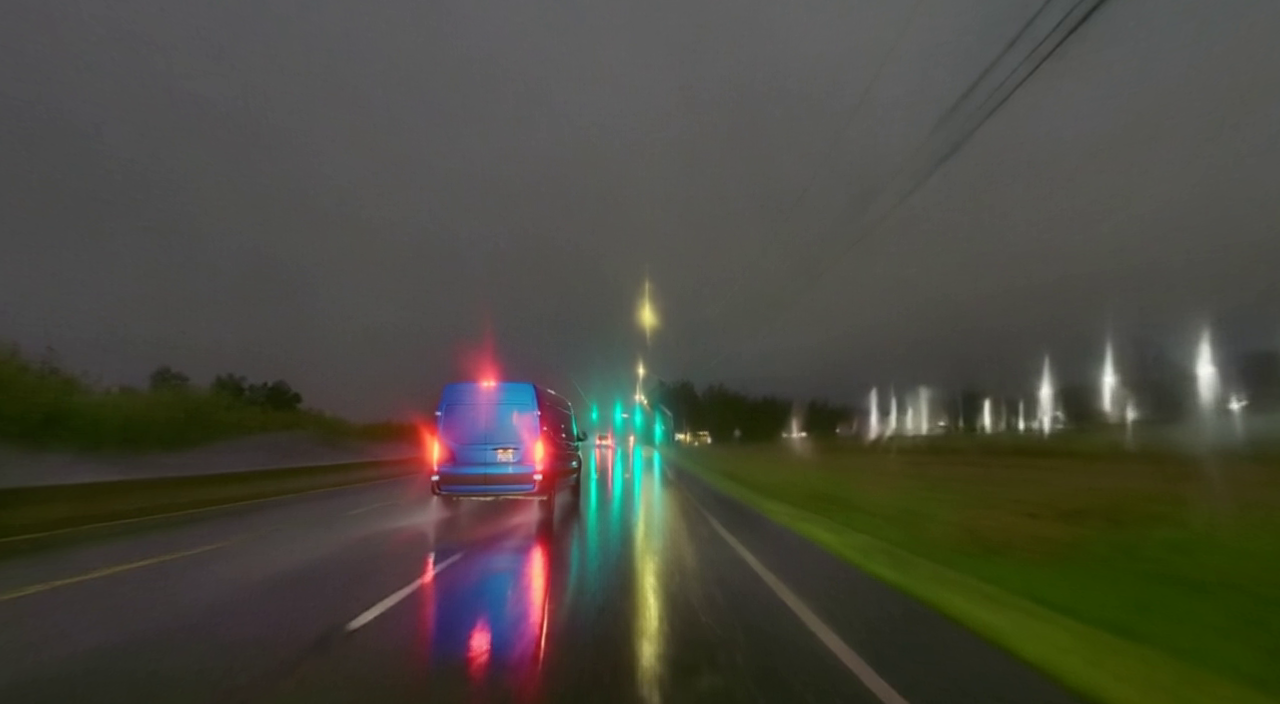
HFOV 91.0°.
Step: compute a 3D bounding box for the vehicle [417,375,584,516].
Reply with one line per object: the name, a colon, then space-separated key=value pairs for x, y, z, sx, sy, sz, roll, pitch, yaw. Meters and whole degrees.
vehicle: x=-2.878 y=2.193 z=14.869 sx=2.497 sy=2.628 sz=6.016 roll=0 pitch=-8 yaw=0
